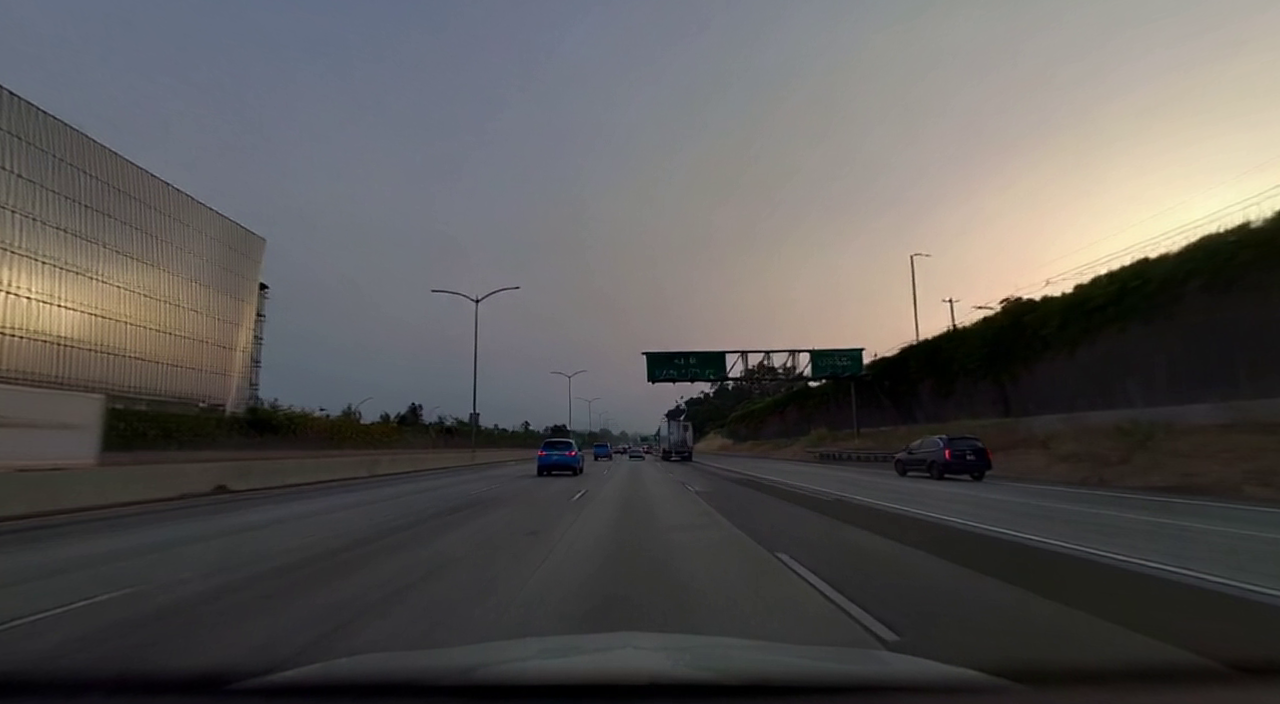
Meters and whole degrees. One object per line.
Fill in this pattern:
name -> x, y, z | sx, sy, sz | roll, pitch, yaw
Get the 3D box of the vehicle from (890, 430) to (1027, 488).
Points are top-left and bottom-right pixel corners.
vehicle -> 11.045, 3.755, 22.440 | 2.089, 1.787, 5.080 | 0, -9, -1

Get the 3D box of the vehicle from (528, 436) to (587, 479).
vehicle -> -3.563, 4.644, 27.998 | 2.039, 1.710, 4.237 | 0, -9, 0
